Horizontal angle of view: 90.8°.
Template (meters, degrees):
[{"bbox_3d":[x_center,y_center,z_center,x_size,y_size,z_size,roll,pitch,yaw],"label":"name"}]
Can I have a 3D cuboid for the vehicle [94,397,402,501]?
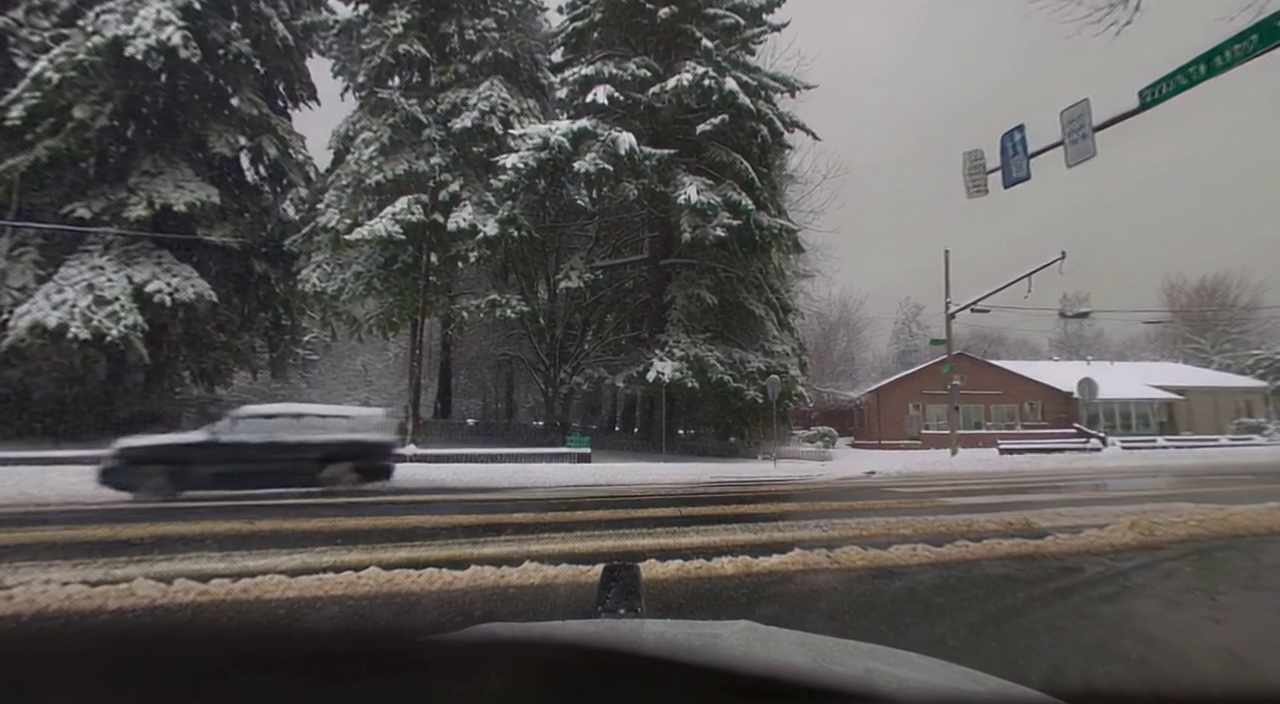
[{"bbox_3d":[-7.515,1.940,12.849,4.882,1.783,2.093,3,-9,-21],"label":"vehicle"}]
